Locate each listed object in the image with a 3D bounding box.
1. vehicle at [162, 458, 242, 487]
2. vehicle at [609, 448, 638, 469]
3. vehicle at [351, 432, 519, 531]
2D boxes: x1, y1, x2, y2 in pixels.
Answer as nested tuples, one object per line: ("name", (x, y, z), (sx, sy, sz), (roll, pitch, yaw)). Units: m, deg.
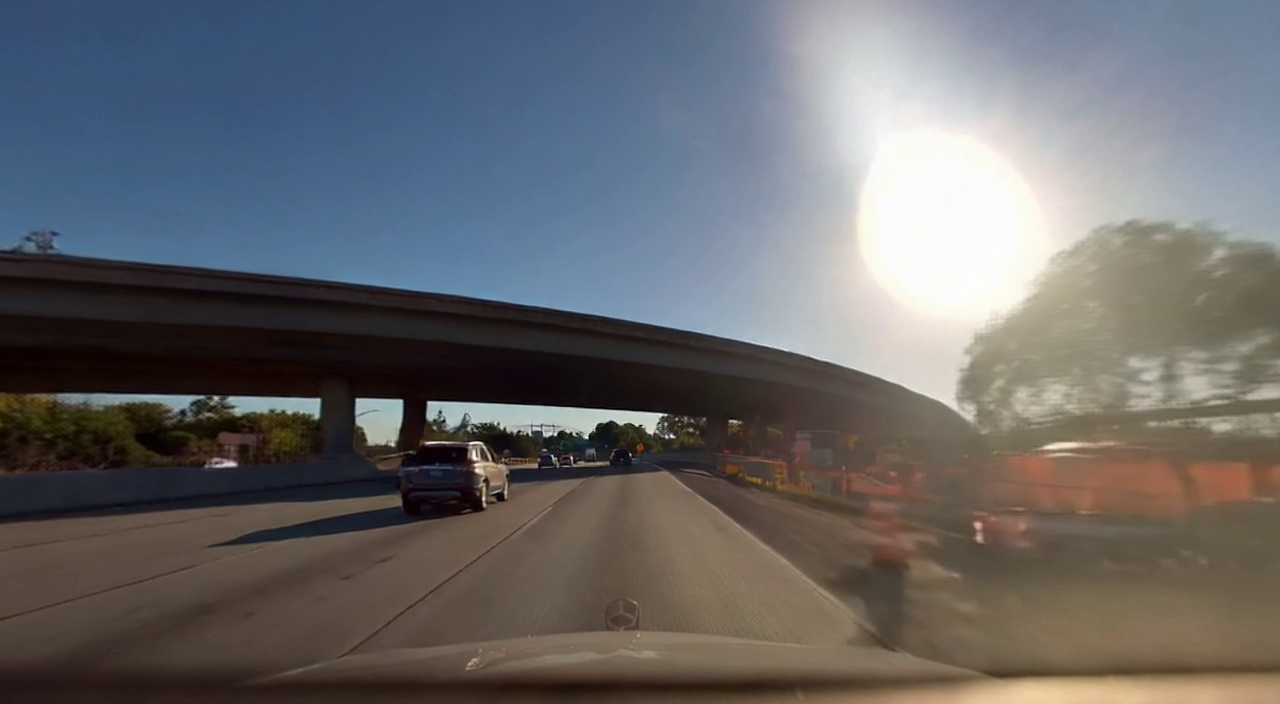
("vehicle", (-29.042, 7.976, 42.068), (2.012, 1.735, 4.649), (-1, -9, -1))
("vehicle", (-1.258, 7.947, 47.485), (2.051, 1.459, 4.092), (0, -9, -2))
("vehicle", (-3.880, 2.512, 12.850), (2.024, 1.655, 4.192), (0, -9, -1))
